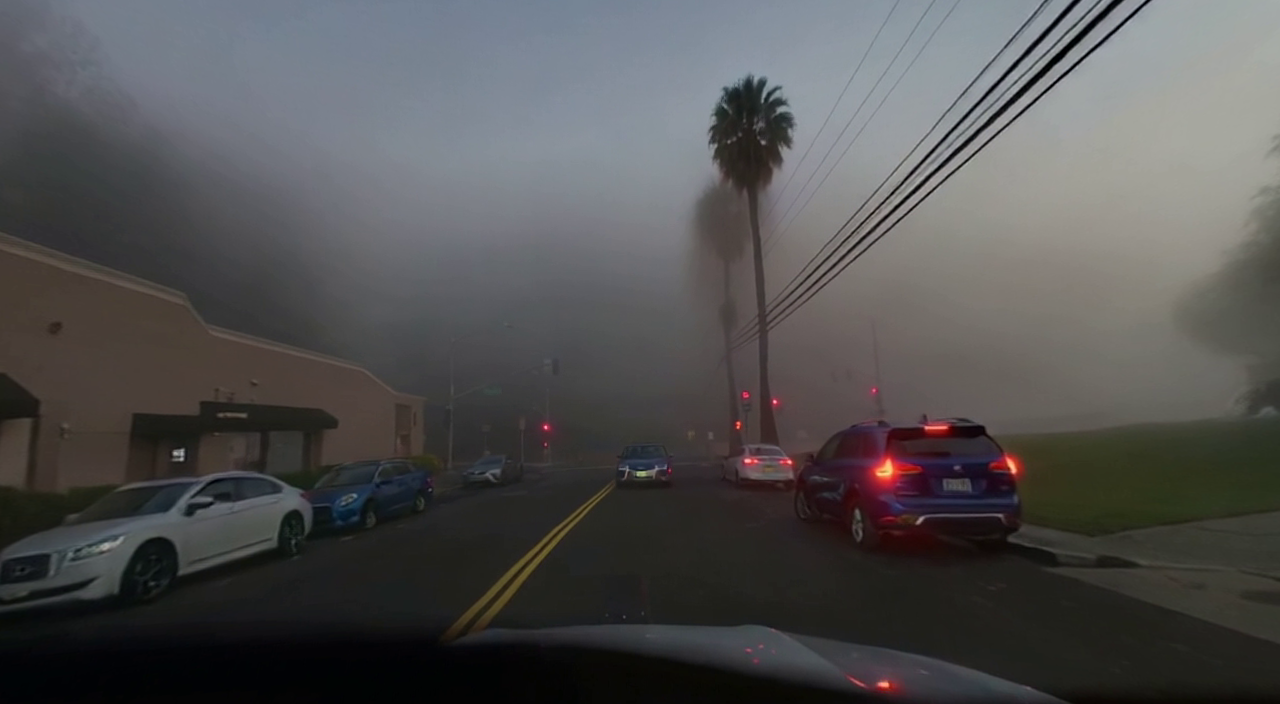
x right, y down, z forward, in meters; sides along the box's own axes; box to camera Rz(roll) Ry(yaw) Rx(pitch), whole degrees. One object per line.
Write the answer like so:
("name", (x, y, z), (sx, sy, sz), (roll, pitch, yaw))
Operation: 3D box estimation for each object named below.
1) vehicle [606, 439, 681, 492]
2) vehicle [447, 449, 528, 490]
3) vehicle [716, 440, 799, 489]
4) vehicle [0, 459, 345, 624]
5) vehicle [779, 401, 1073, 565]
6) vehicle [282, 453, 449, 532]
("vehicle", (0.081, 3.436, 19.483), (2.060, 1.452, 4.078), (0, -8, 0))
("vehicle", (-6.184, 4.791, 26.171), (2.105, 1.469, 4.693), (0, -8, 1))
("vehicle", (3.701, 3.607, 20.608), (1.821, 1.417, 4.454), (0, -8, 0))
("vehicle", (-6.118, 2.250, 8.539), (1.874, 1.472, 4.668), (0, -8, 2))
("vehicle", (3.717, 1.825, 9.591), (2.099, 1.786, 5.198), (0, -8, 1))
("vehicle", (-6.118, 3.139, 14.737), (1.850, 1.482, 4.454), (0, -8, 1))
